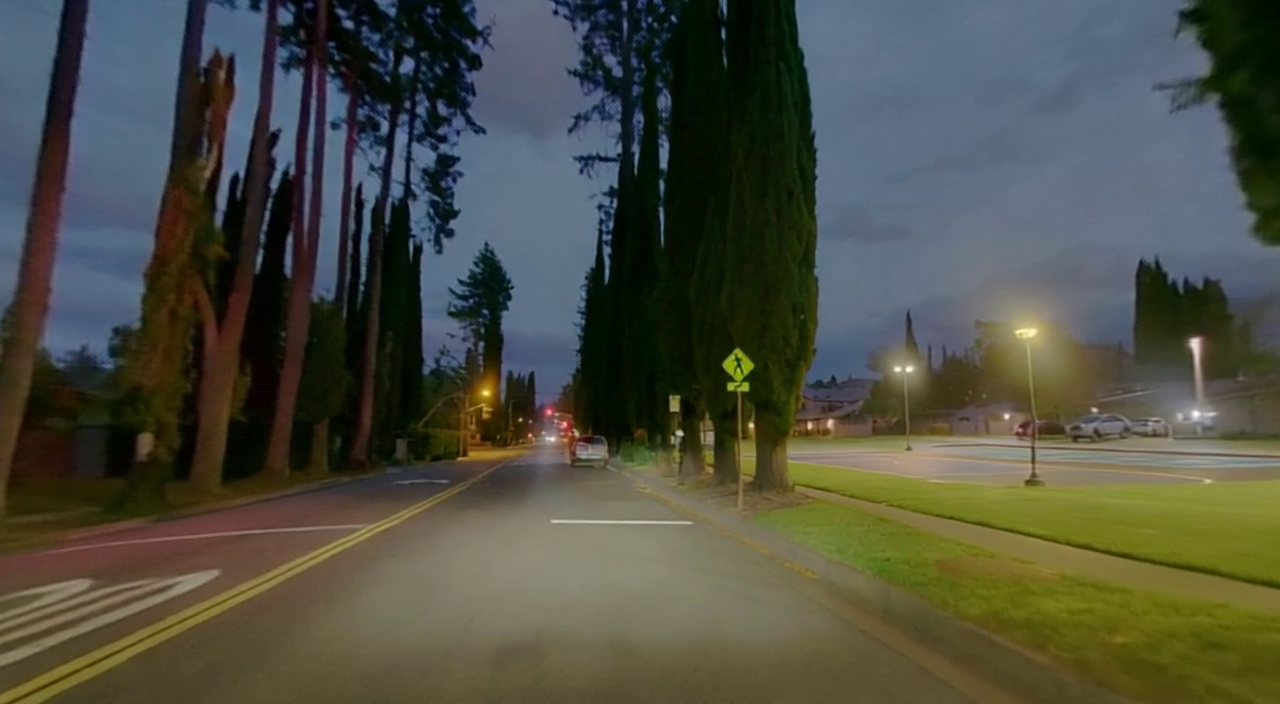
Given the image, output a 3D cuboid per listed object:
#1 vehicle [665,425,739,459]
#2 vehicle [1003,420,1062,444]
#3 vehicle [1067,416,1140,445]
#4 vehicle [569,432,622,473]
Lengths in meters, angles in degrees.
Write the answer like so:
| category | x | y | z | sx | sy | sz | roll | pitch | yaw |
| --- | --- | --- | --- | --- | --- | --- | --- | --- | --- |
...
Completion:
| category | x | y | z | sx | sy | sz | roll | pitch | yaw |
| --- | --- | --- | --- | --- | --- | --- | --- | --- | --- |
| vehicle | 3.918 | 5.623 | 39.684 | 4.390 | 1.696 | 1.954 | 0 | -6 | -39 |
| vehicle | 28.029 | 5.756 | 45.072 | 4.245 | 1.601 | 1.912 | 6 | -10 | -34 |
| vehicle | 28.557 | 4.877 | 38.900 | 4.481 | 1.634 | 1.973 | 6 | -10 | -32 |
| vehicle | -2.172 | 4.742 | 29.983 | 2.204 | 1.776 | 4.262 | 1 | -9 | -8 |
